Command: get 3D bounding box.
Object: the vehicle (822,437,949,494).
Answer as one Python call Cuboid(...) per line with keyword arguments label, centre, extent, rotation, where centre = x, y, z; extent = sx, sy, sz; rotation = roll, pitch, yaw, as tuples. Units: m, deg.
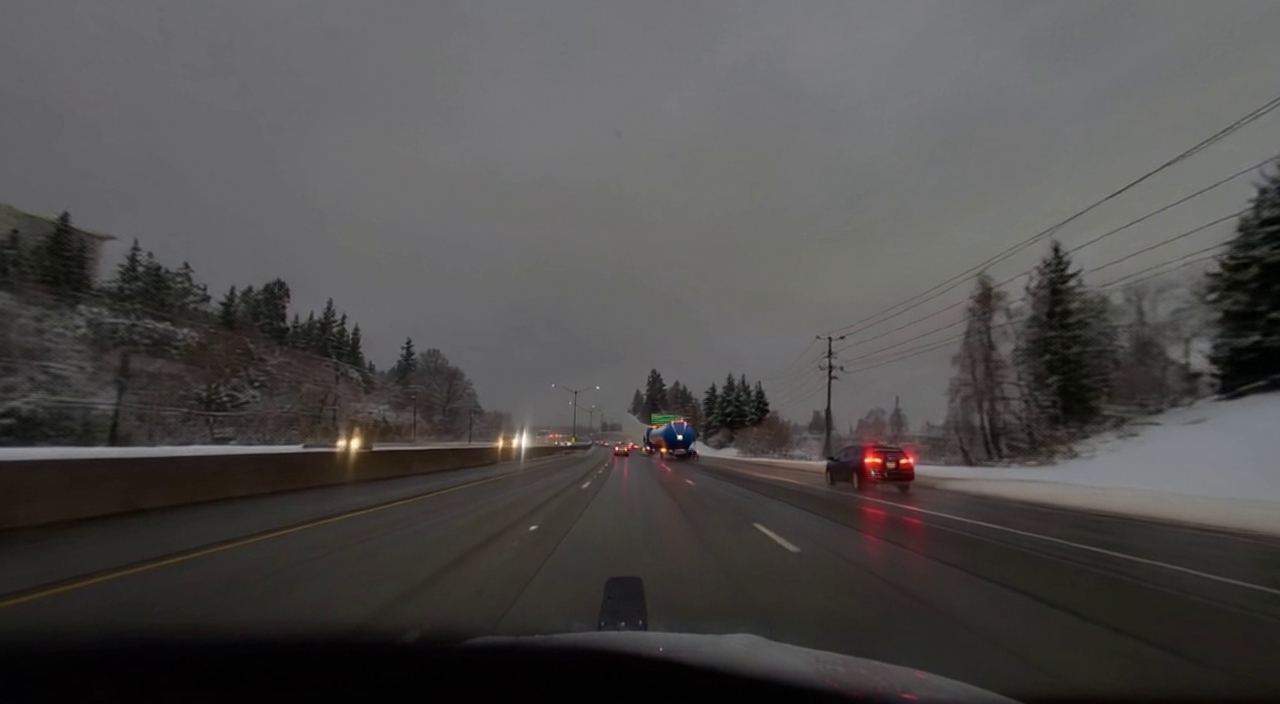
Cuboid(label="vehicle", centre=(7.176, 3.352, 19.045), extent=(1.905, 1.480, 4.624), rotation=(0, -8, -1))
